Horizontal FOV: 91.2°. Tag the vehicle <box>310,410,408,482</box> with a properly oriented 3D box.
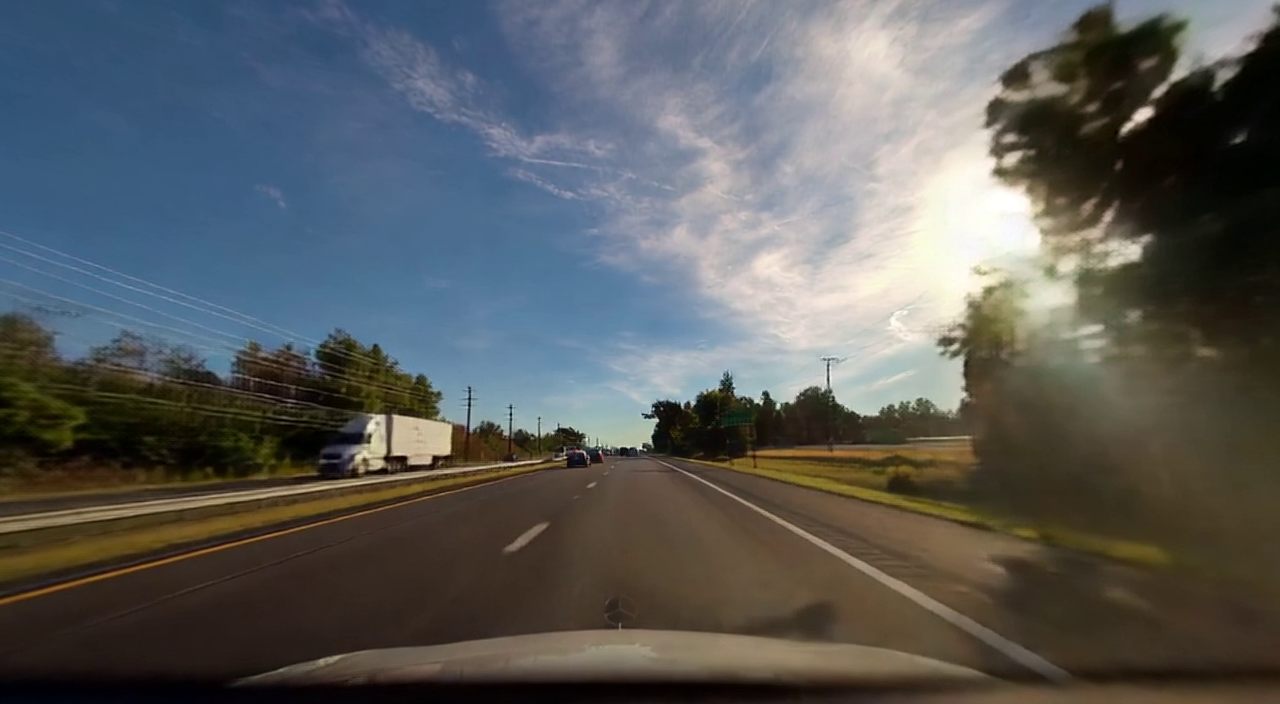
[{"bbox_3d":[-17.030,5.785,38.517,3.145,4.012,5.883,0,-9,-1],"label":"vehicle"}]

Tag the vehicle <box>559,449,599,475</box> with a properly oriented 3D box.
[{"bbox_3d":[-3.790,6.896,39.589,2.123,1.545,4.404,0,-9,0],"label":"vehicle"}]
